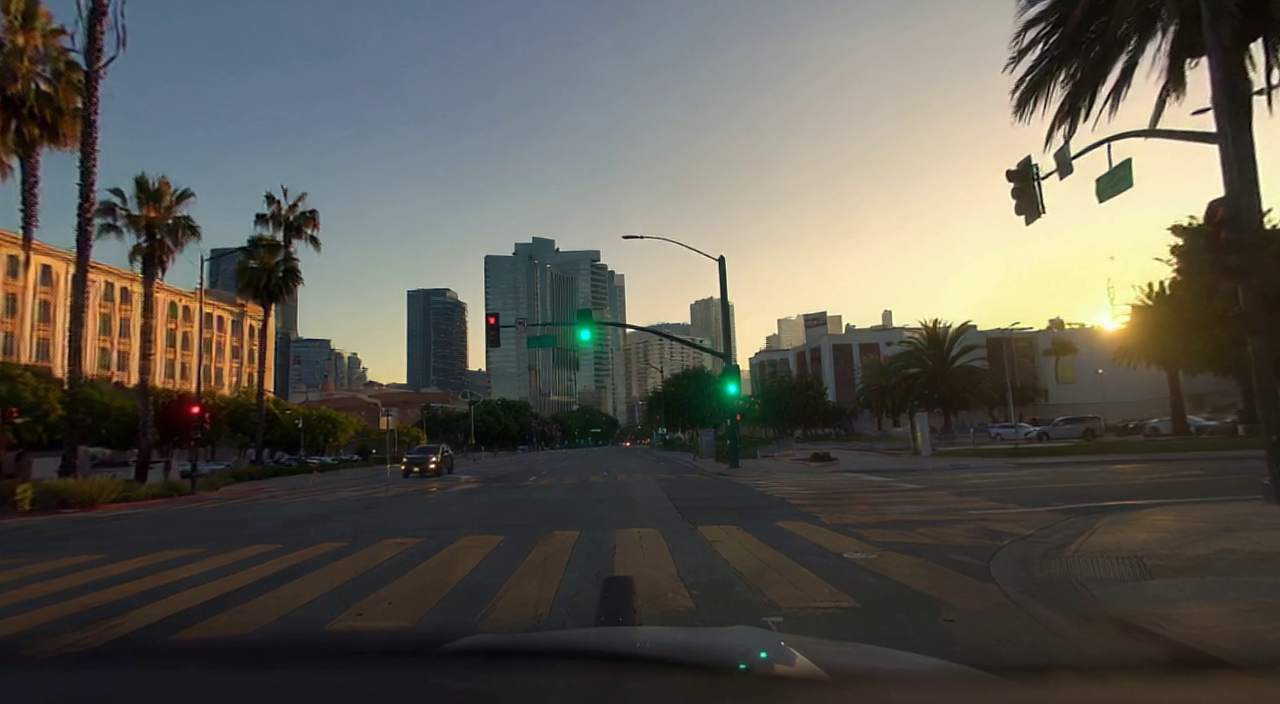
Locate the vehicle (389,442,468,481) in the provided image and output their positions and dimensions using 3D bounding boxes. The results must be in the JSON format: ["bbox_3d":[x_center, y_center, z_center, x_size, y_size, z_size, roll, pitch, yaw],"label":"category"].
[{"bbox_3d":[-10.742,5.587,32.366,2.270,1.833,4.860,0,-9,1],"label":"vehicle"}]
